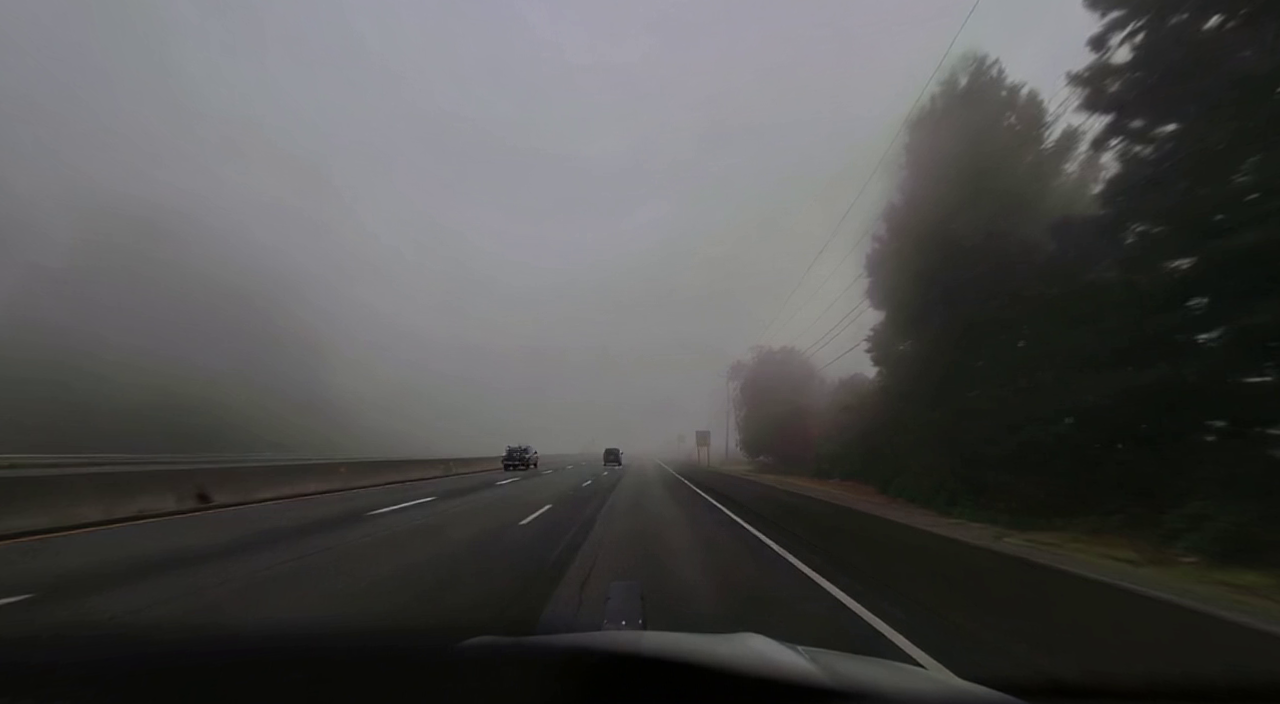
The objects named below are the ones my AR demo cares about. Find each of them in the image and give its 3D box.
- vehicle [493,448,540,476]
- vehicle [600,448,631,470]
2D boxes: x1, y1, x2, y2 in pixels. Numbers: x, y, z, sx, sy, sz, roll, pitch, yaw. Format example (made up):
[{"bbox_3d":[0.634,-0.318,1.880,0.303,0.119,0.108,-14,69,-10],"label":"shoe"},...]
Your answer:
[{"bbox_3d":[-7.105,6.343,36.561,1.911,1.491,3.624,0,-9,1],"label":"vehicle"},{"bbox_3d":[-1.707,7.659,45.232,1.968,1.462,3.937,0,-9,1],"label":"vehicle"}]
